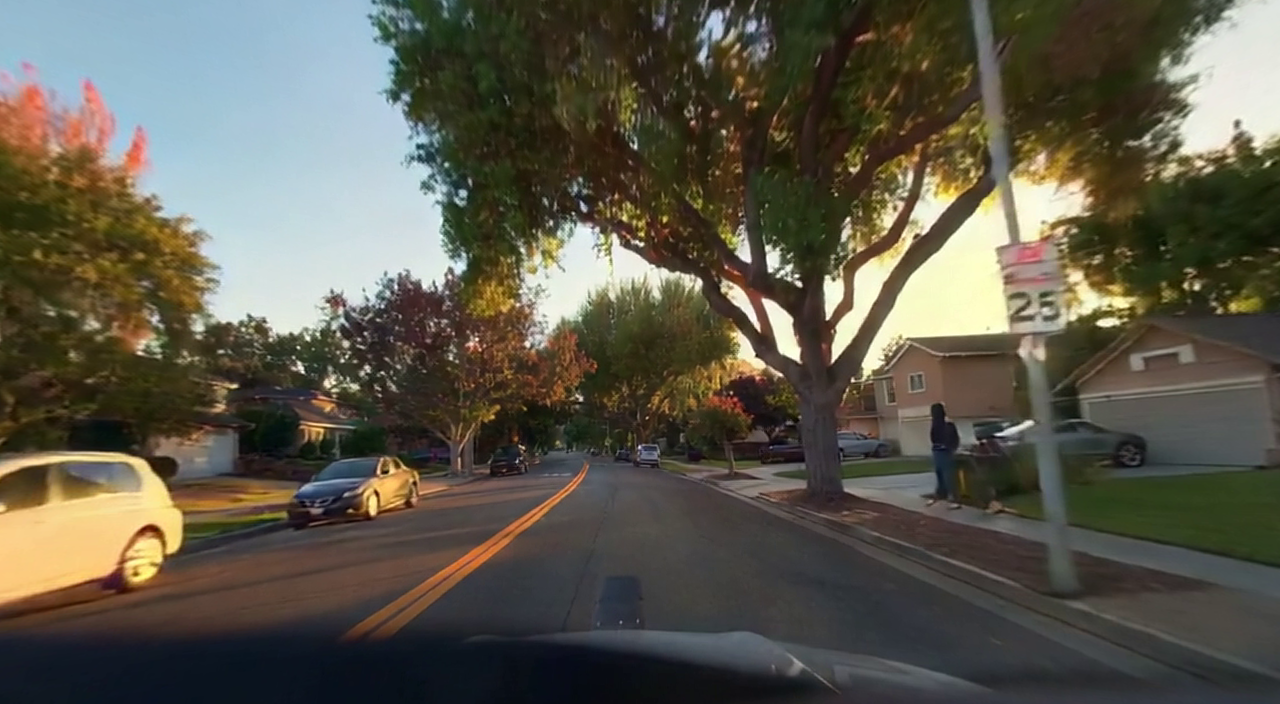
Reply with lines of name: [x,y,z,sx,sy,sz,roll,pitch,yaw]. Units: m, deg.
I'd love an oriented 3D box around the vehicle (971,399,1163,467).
vehicle: [12.932,2.511,19.376,4.392,1.944,1.917,0,-9,-1]

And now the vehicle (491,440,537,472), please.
vehicle: [-7.797,6.545,39.616,2.102,1.801,5.574,-1,-9,-4]

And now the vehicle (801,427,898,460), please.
vehicle: [12.255,5.399,37.236,4.938,1.830,2.024,0,-9,-2]

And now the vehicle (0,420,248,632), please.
vehicle: [-6.446,1.697,6.349,2.051,1.761,4.698,-3,-10,-1]

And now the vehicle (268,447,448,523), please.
vehicle: [-6.478,3.111,15.393,2.004,1.400,5.505,-2,-9,-2]

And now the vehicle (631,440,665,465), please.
vehicle: [0.543,7.149,45.119,2.007,1.702,4.430,0,-8,-5]
